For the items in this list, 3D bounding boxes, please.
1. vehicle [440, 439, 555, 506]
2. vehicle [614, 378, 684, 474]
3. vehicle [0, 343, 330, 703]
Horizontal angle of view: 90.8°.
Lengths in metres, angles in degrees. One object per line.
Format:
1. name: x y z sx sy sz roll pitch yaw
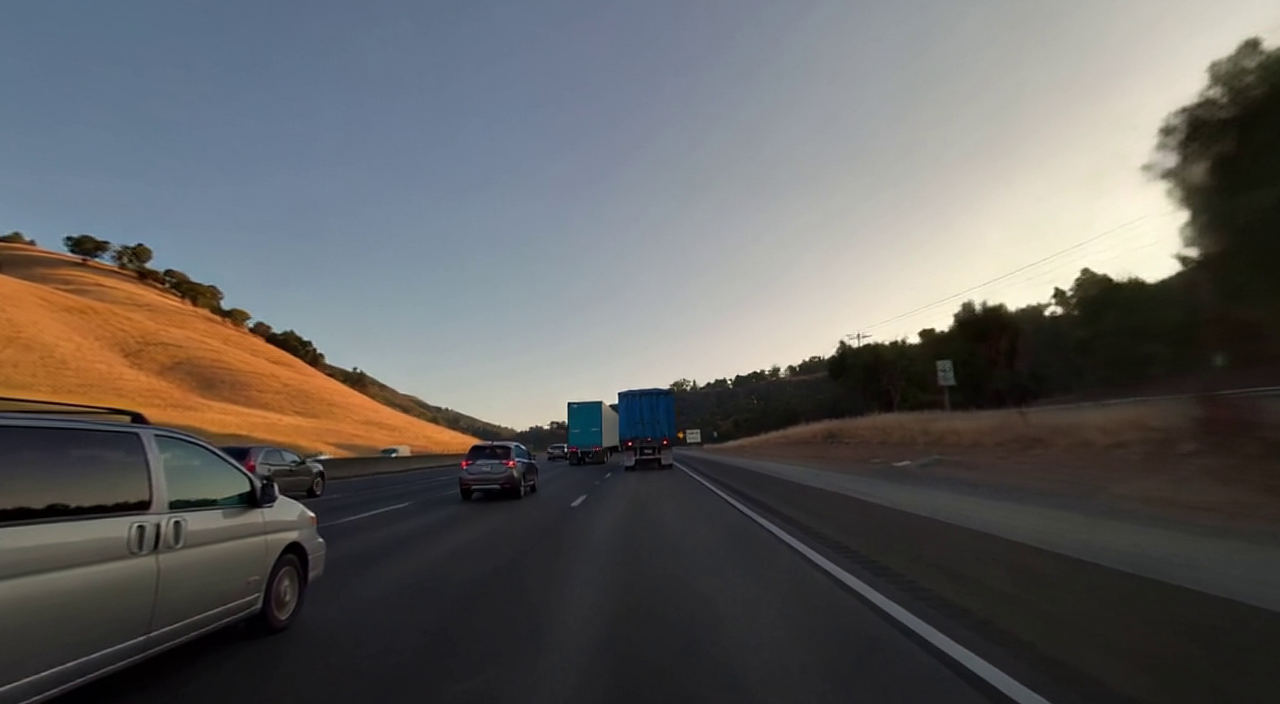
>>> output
1. vehicle: -3.451 2.975 16.174 1.950 1.446 4.224 -1 -8 0
2. vehicle: 0.523 3.869 32.086 2.913 3.988 10.874 -1 -8 1
3. vehicle: -3.813 0.918 3.030 2.136 1.779 4.875 -1 -8 1
